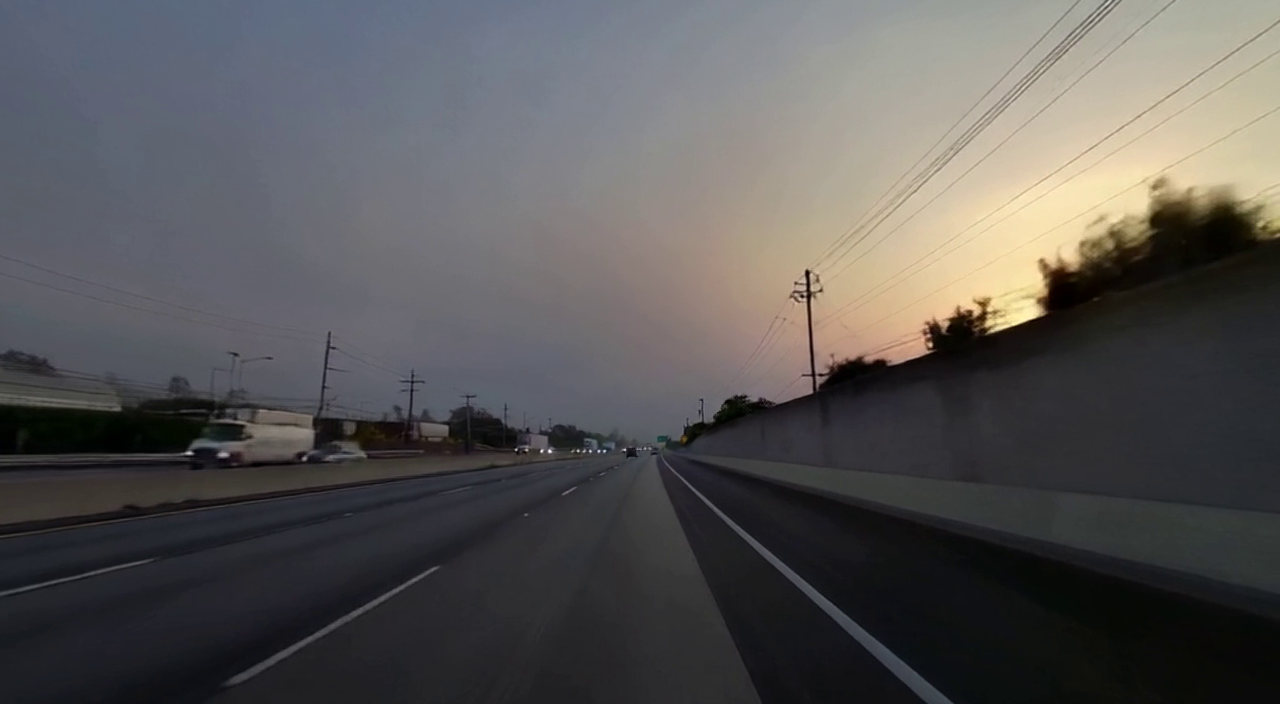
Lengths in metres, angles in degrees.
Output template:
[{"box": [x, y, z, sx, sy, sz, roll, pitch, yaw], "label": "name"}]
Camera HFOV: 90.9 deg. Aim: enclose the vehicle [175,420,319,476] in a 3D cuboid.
[{"box": [-22.631, 5.638, 37.066, 2.866, 2.908, 8.457, 0, -9, 1], "label": "vehicle"}]
